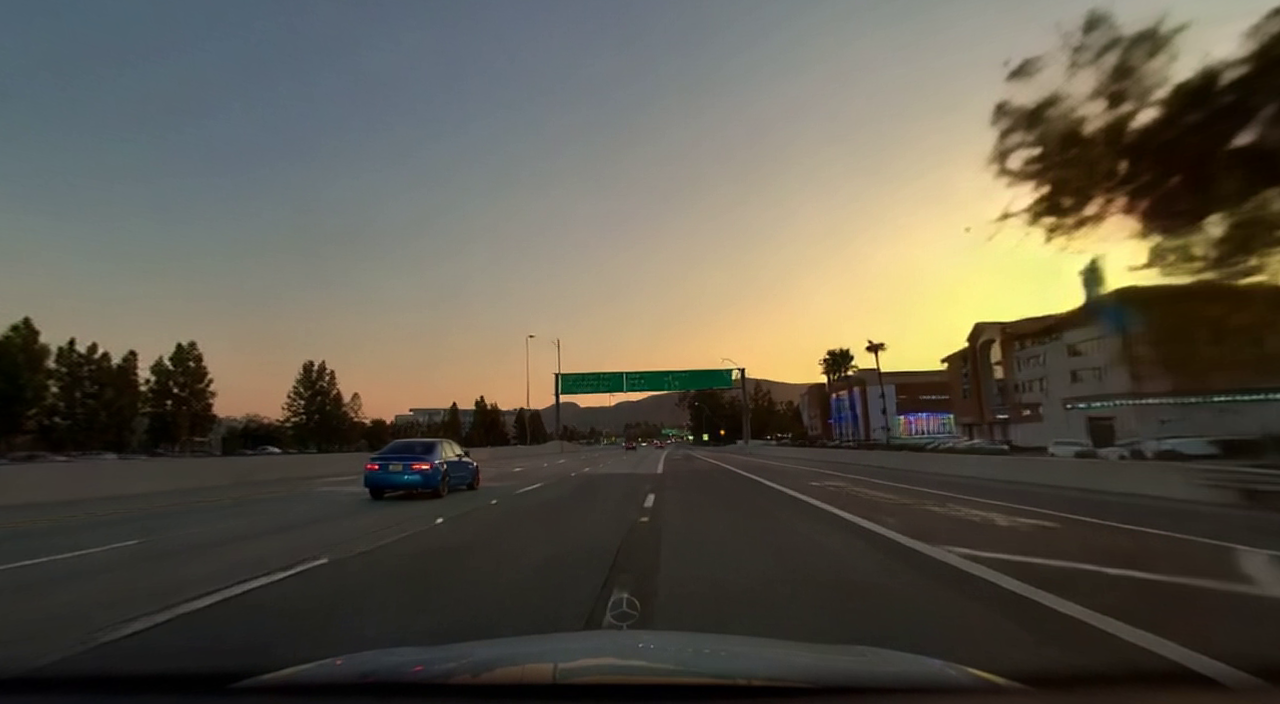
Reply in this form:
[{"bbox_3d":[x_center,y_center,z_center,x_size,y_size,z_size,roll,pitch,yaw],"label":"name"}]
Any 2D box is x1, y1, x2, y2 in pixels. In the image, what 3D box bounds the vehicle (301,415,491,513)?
[{"bbox_3d":[-5.114,2.423,14.165,2.145,1.793,4.762,0,-8,3],"label":"vehicle"}]
